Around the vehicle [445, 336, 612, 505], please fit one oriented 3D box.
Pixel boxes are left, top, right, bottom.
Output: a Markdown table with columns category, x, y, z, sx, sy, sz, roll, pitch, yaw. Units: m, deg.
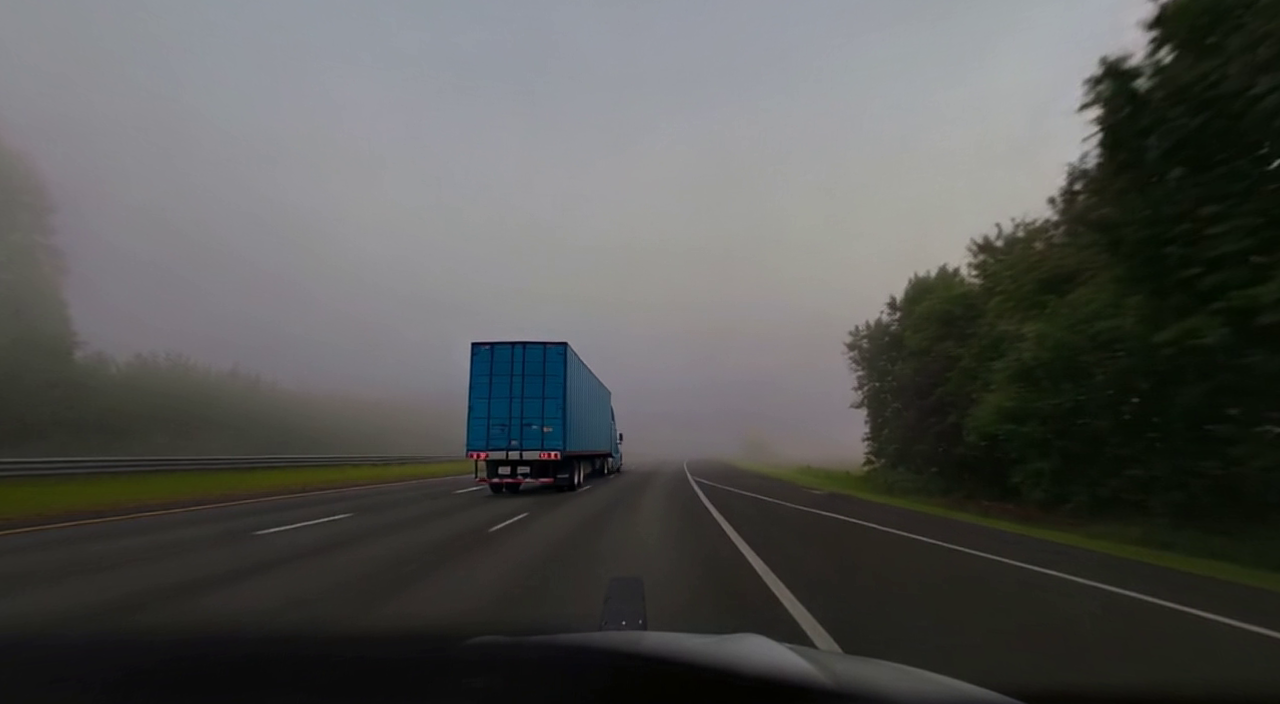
| category | x | y | z | sx | sy | sz | roll | pitch | yaw |
| --- | --- | --- | --- | --- | --- | --- | --- | --- | --- |
| vehicle | -3.008 | 2.729 | 22.573 | 2.851 | 4.098 | 14.436 | 0 | -9 | 2 |
